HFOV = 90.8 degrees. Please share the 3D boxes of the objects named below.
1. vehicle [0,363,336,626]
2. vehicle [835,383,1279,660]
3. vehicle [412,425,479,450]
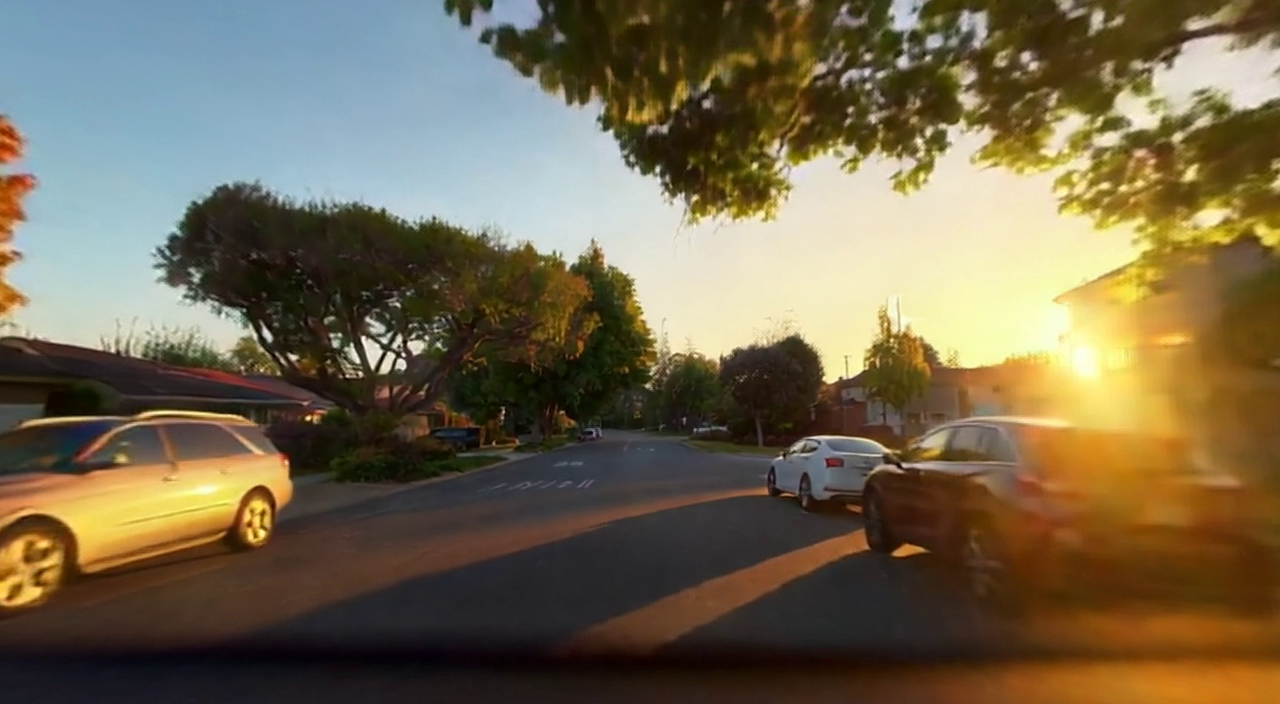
[{"bbox_3d":[-6.026,1.476,7.294,2.322,1.949,5.695,-1,-9,-2],"label":"vehicle"},{"bbox_3d":[3.736,1.395,6.334,2.033,1.730,4.554,0,-8,-1],"label":"vehicle"},{"bbox_3d":[-13.372,5.885,43.507,3.921,1.629,1.832,0,-10,2],"label":"vehicle"}]
